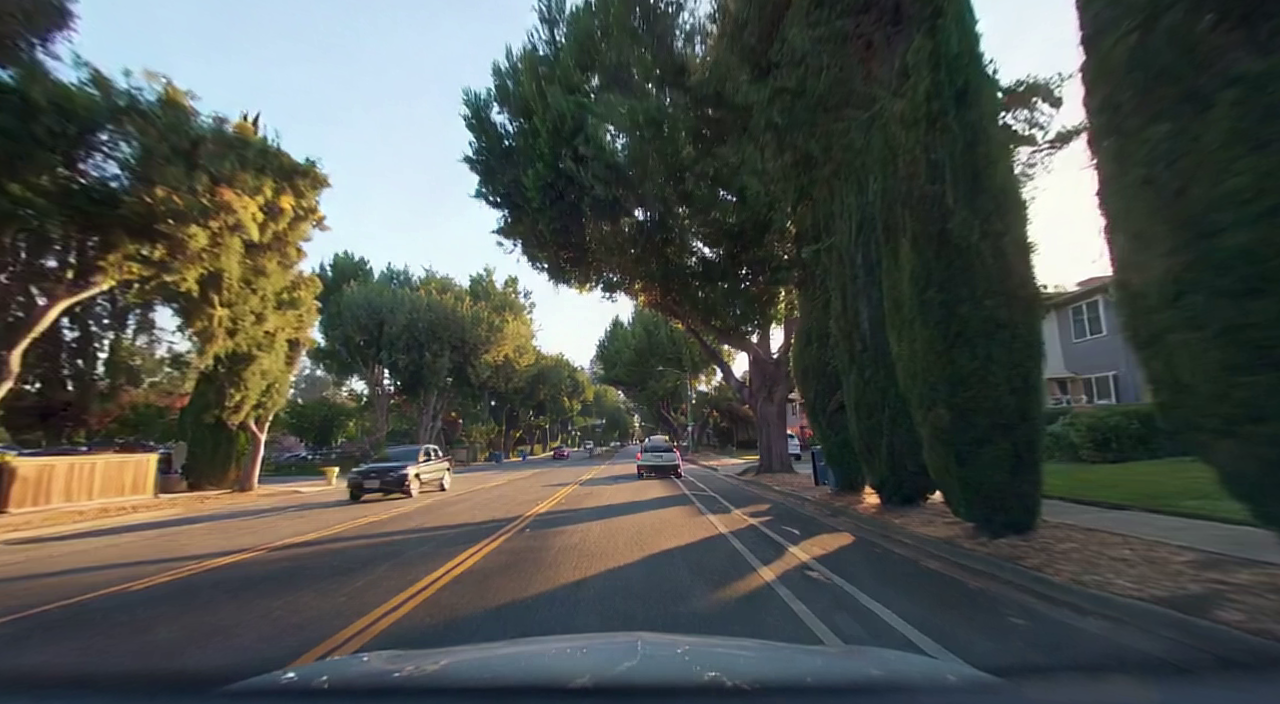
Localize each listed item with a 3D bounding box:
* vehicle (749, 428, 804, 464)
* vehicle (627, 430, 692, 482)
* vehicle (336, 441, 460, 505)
[{"bbox_3d":[8.222,5.770,38.376,2.007,1.803,4.835,-5,-9,-2],"label":"vehicle"},{"bbox_3d":[0.883,4.179,25.513,2.268,1.862,4.724,-1,-8,6],"label":"vehicle"},{"bbox_3d":[-7.116,3.564,19.073,1.972,1.703,4.423,0,-8,0],"label":"vehicle"}]
